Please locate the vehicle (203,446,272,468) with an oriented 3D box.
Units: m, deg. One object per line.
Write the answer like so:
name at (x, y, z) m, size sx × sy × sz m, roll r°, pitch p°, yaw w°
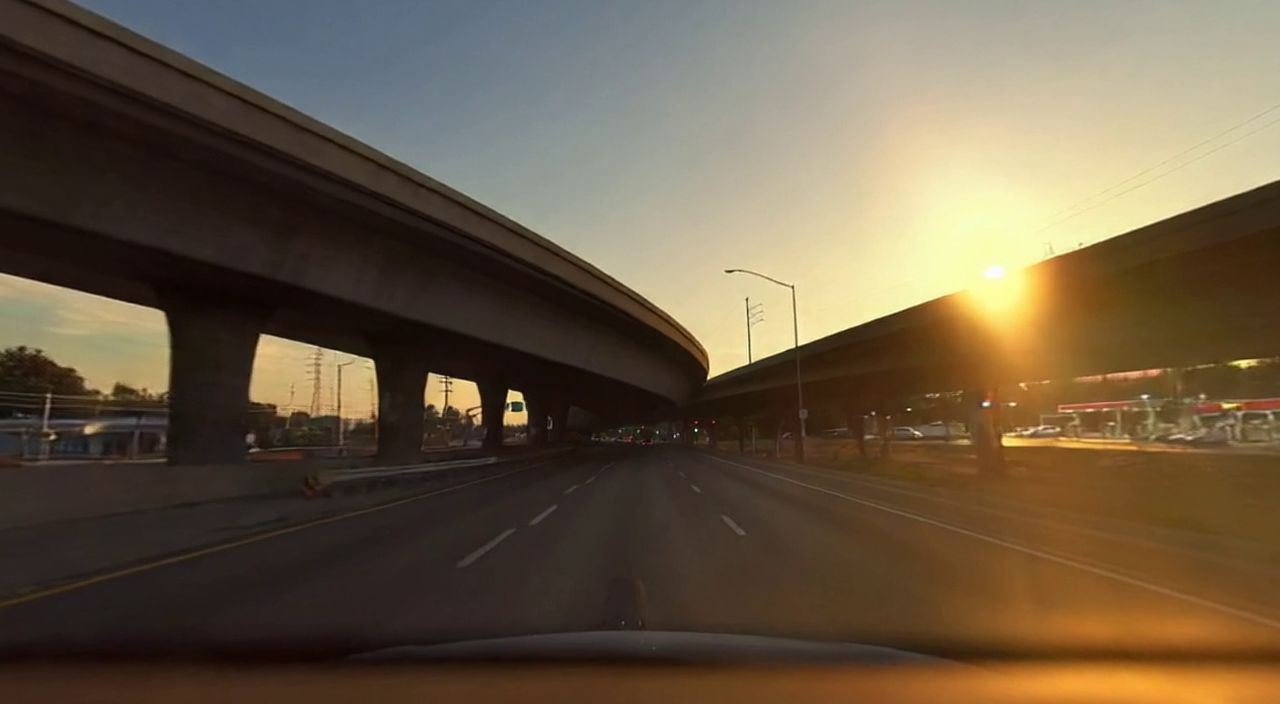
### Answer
vehicle at (-28.397, 7.385, 44.291) m, size 4.488 × 1.486 × 1.991 m, roll -4°, pitch -9°, yaw 27°
